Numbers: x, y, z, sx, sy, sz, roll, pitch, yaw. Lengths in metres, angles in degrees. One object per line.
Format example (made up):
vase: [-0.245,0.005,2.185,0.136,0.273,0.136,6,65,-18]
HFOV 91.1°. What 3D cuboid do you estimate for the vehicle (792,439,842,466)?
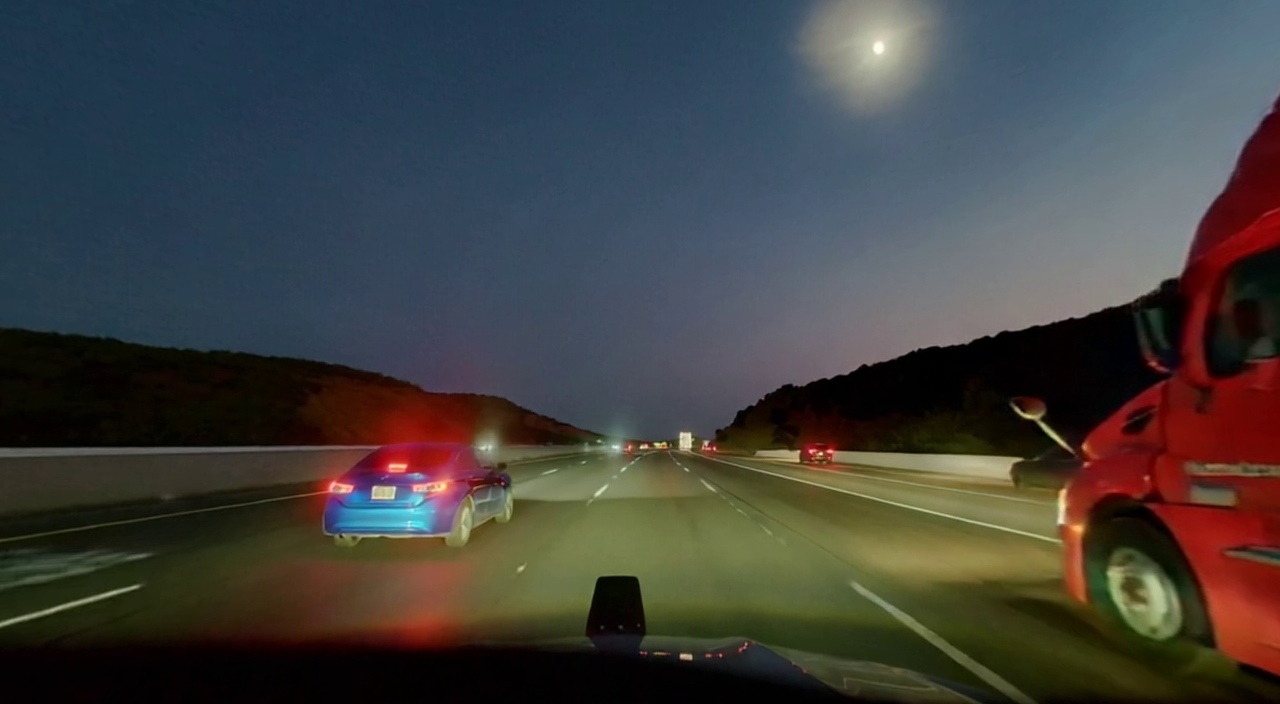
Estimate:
vehicle: [11.966,6.821,42.740,2.062,1.736,4.589,0,-8,0]

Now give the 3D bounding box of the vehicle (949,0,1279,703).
vehicle: [4.004,-0.326,0.616,3.277,3.871,7.882,0,-8,0]

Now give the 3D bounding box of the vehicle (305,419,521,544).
vehicle: [-3.350,1.988,10.208,1.967,1.615,3.886,0,-8,1]
